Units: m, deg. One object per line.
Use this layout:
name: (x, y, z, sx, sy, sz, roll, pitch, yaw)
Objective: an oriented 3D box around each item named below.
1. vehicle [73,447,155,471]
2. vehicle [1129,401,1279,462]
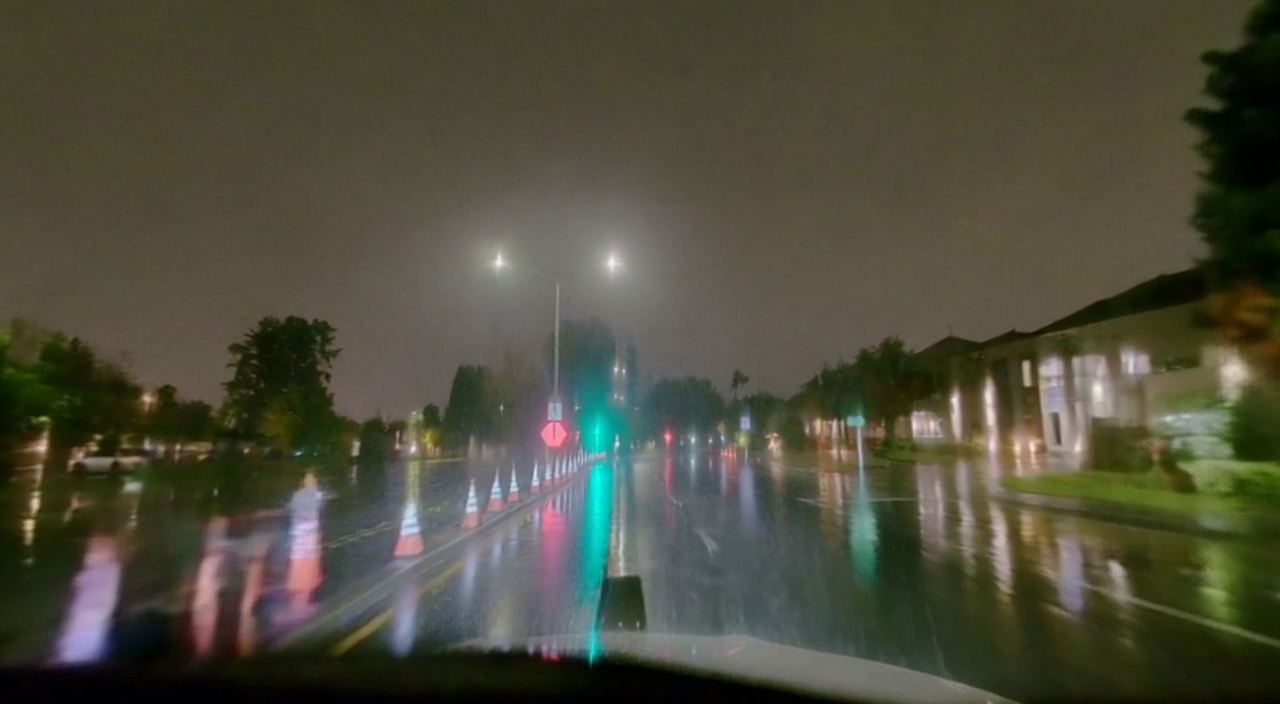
vehicle: (-33.271, 6.759, 39.980, 3.732, 1.453, 1.721, -1, -8, 5)
vehicle: (31.705, 4.515, 35.254, 2.905, 3.046, 6.805, 1, -8, -4)
